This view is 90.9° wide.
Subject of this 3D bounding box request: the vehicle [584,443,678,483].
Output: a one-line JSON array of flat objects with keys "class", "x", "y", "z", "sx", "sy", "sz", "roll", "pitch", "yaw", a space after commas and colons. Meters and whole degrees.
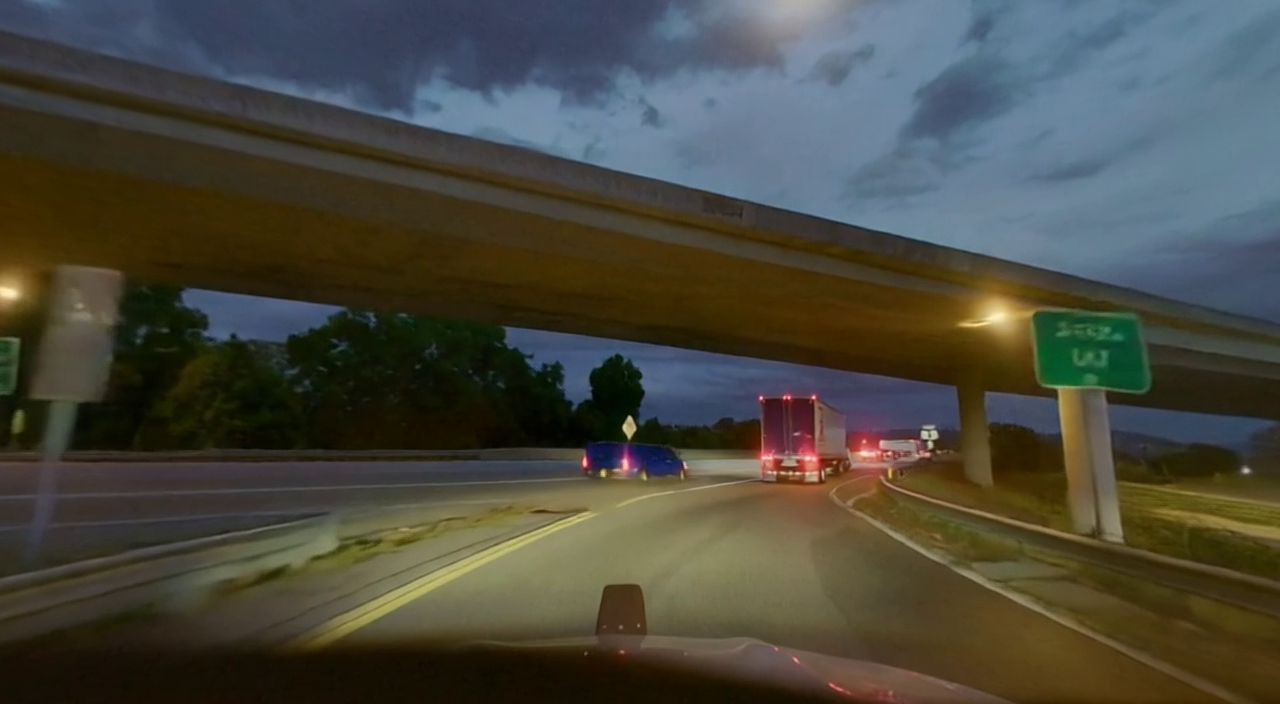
[{"class": "vehicle", "x": -0.285, "y": 4.439, "z": 25.439, "sx": 1.940, "sy": 1.444, "sz": 4.024, "roll": -5, "pitch": -10, "yaw": 31}]
